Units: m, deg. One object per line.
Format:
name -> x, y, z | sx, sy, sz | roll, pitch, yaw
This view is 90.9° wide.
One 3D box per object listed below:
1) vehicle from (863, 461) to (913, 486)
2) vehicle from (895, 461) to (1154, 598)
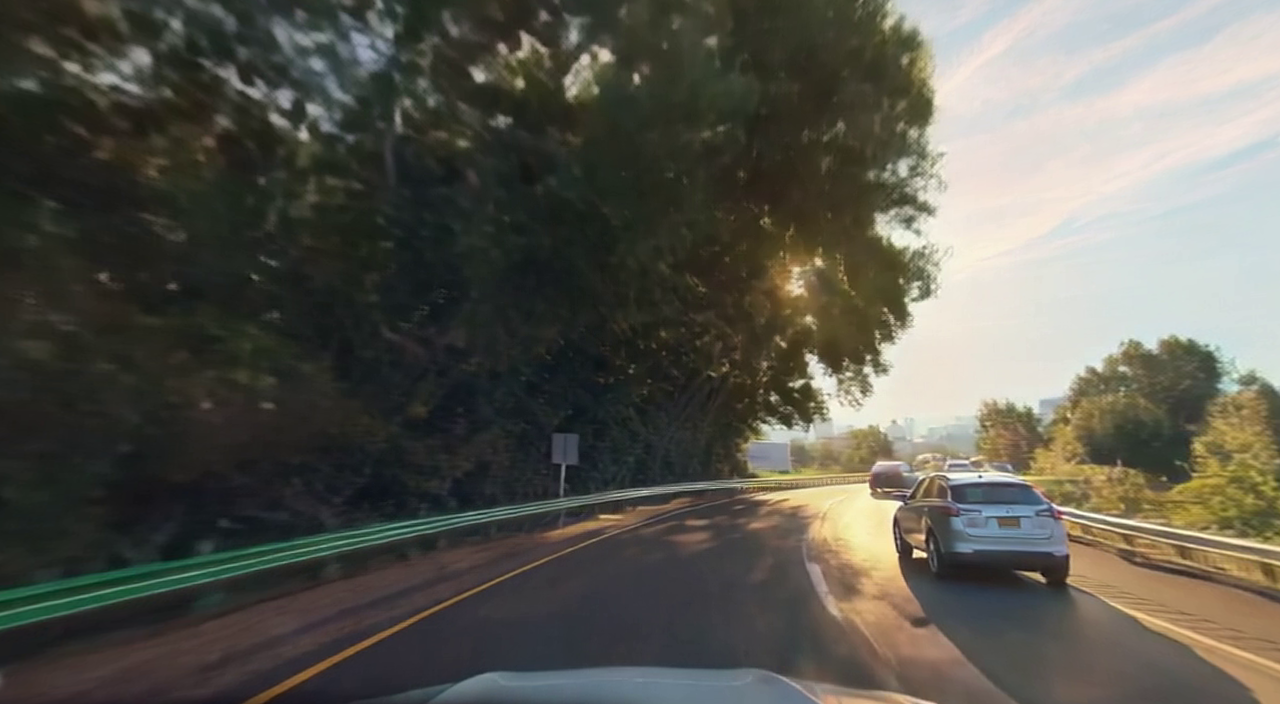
vehicle -> 16.402, 8.009, 41.564 | 1.992, 1.503, 3.793 | -7, -13, 37
vehicle -> 5.570, 2.565, 9.901 | 2.023, 1.593, 4.105 | -1, -11, 10
